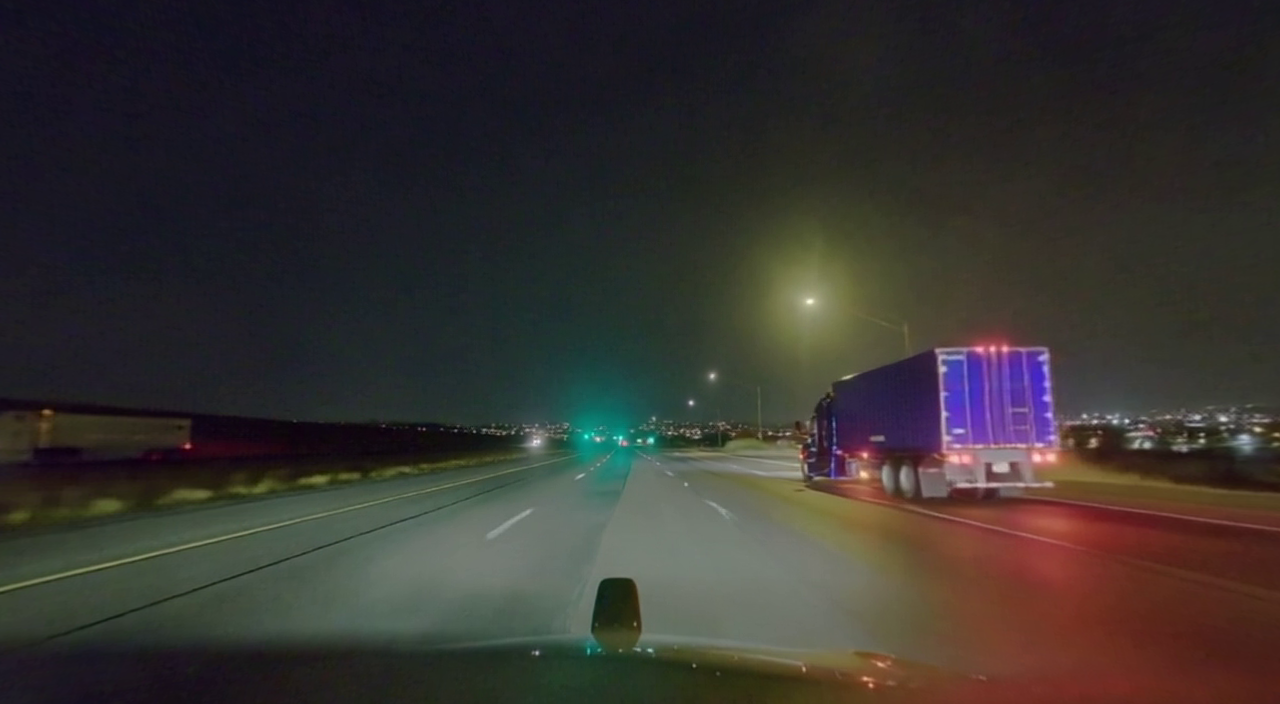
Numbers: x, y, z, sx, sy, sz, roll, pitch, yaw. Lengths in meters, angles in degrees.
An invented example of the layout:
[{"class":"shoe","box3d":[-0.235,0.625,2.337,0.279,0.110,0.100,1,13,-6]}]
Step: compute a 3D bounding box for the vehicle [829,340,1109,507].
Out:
[{"class":"vehicle","box3d":[7.057,1.819,15.158,2.627,3.011,7.287,0,-9,-1]}]
